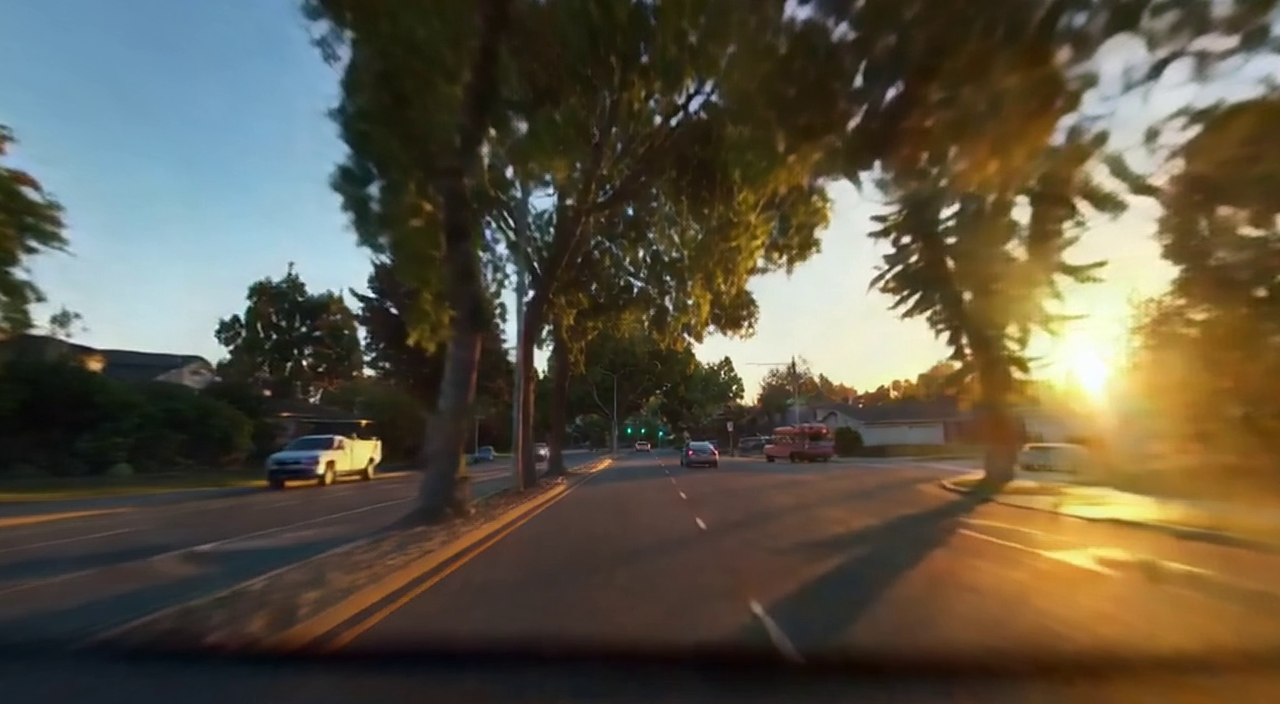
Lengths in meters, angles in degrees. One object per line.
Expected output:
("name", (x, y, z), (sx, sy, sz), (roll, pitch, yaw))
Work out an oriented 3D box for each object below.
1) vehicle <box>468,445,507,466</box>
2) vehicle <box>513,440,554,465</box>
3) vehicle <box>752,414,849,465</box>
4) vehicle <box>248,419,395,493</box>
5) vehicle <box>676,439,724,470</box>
("vehicle", (-11.833, 8.035, 49.228), (1.963, 1.524, 4.498), (0, -8, 0))
("vehicle", (-7.918, 7.504, 47.313), (2.178, 1.761, 4.724), (0, -8, 0))
("vehicle", (9.466, 5.331, 38.153), (2.331, 2.747, 6.993), (2, -9, -16))
("vehicle", (-11.871, 3.945, 24.247), (2.347, 2.428, 6.149), (0, -8, 1))
("vehicle", (2.965, 5.179, 32.091), (1.960, 1.479, 4.086), (0, -8, -1))
